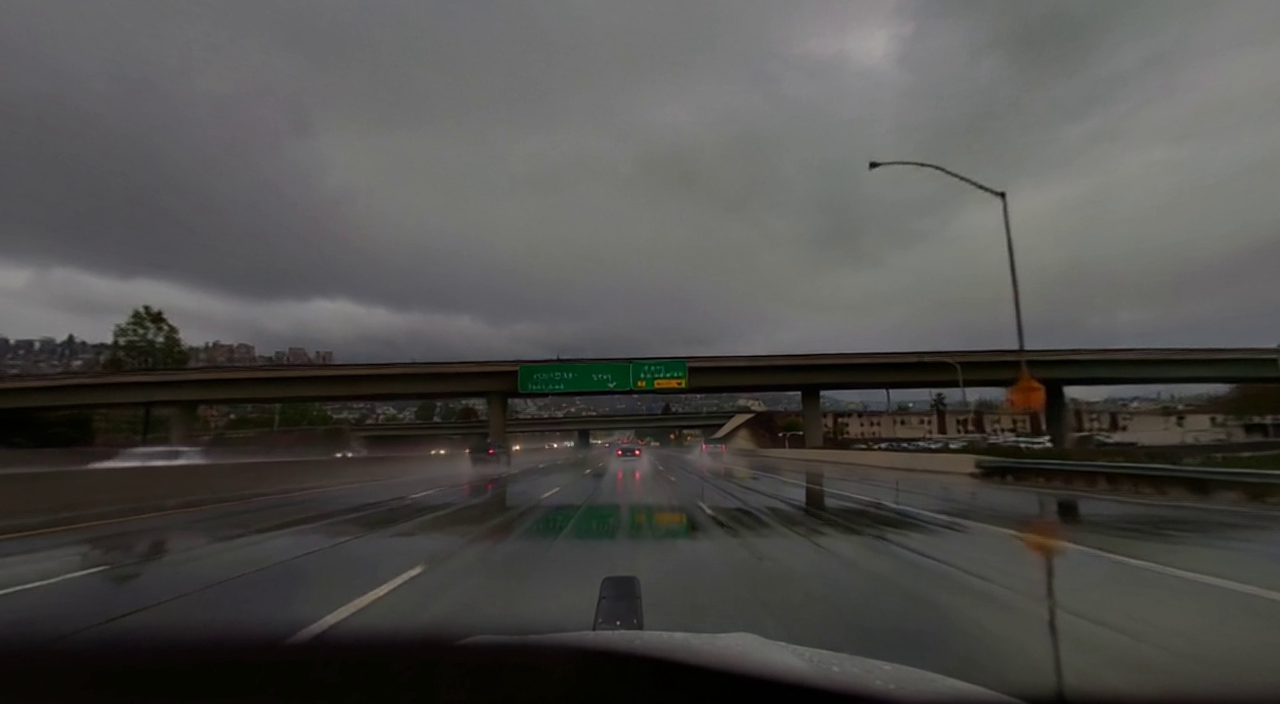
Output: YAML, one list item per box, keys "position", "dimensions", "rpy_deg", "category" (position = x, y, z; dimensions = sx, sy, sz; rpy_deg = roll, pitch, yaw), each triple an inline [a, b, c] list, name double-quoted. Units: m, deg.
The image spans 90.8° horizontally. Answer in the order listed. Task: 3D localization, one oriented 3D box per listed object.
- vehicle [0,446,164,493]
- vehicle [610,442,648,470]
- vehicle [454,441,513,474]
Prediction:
- position: [-20.510, 4.275, 23.472]
  dimensions: [1.971, 1.475, 4.681]
  rpy_deg: [0, -8, 0]
  category: "vehicle"
- position: [-0.654, 5.751, 35.157]
  dimensions: [2.012, 1.471, 4.059]
  rpy_deg: [0, -8, -2]
  category: "vehicle"
- position: [-7.995, 5.421, 32.680]
  dimensions: [1.957, 1.554, 4.350]
  rpy_deg: [0, -8, -1]
  category: "vehicle"
